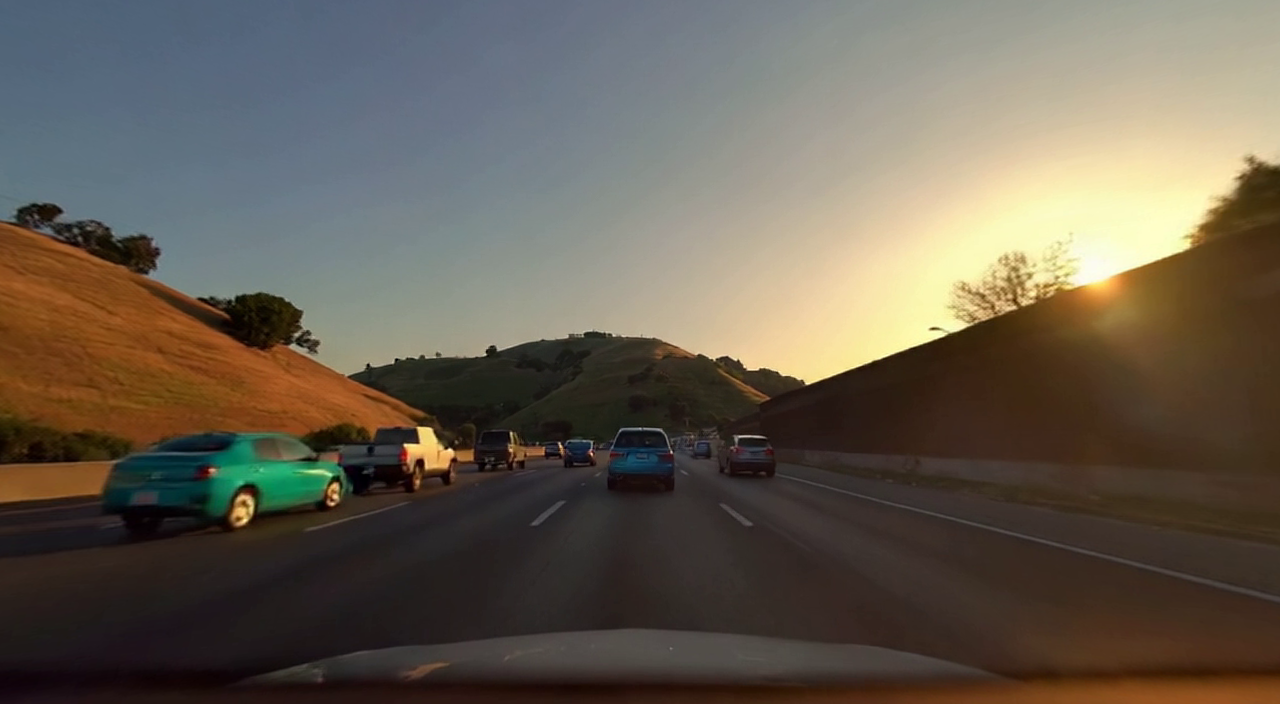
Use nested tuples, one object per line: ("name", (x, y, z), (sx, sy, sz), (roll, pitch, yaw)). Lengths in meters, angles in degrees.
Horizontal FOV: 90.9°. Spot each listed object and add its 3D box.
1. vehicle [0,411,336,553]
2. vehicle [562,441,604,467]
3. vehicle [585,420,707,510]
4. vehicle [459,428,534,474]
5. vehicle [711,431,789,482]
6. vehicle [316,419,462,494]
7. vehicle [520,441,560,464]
("vehicle", (-6.937, 1.918, 9.934), (2.024, 1.706, 4.462), (0, -9, 1))
("vehicle", (-3.366, 6.128, 37.919), (2.108, 1.442, 4.143), (0, -9, 1))
("vehicle", (0.134, 2.611, 14.907), (2.447, 1.804, 4.273), (0, -9, 0))
("vehicle", (-6.687, 4.712, 30.056), (2.294, 1.982, 5.040), (0, -9, 1))
("vehicle", (4.096, 3.994, 24.273), (2.092, 1.723, 4.629), (0, -9, -1))
("vehicle", (-7.276, 3.128, 19.044), (2.230, 1.928, 5.112), (0, -9, 1))
("vehicle", (-6.830, 6.946, 43.610), (1.957, 1.467, 4.640), (0, -9, 1))
